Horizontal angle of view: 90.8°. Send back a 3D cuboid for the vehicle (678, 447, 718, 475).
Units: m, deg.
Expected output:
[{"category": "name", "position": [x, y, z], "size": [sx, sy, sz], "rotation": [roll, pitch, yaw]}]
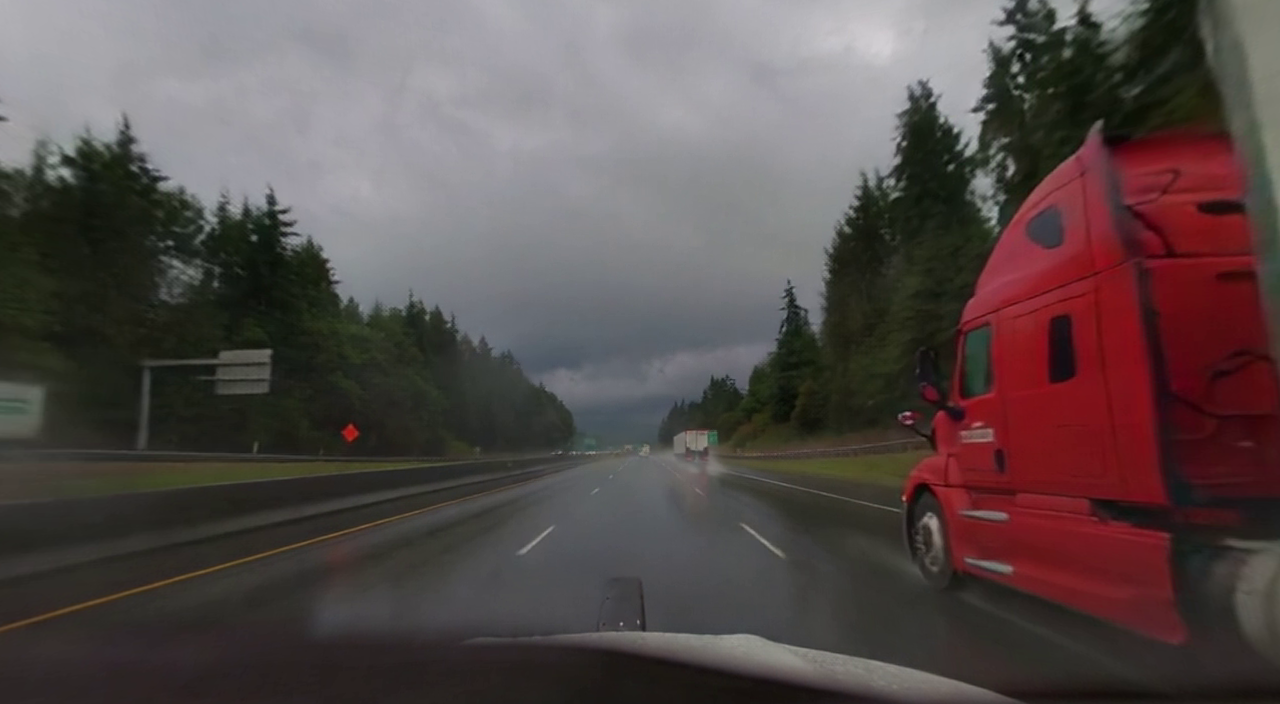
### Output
[{"category": "vehicle", "position": [3.475, 6.587, 38.429], "size": [2.019, 1.601, 3.953], "rotation": [0, -9, 0]}]
